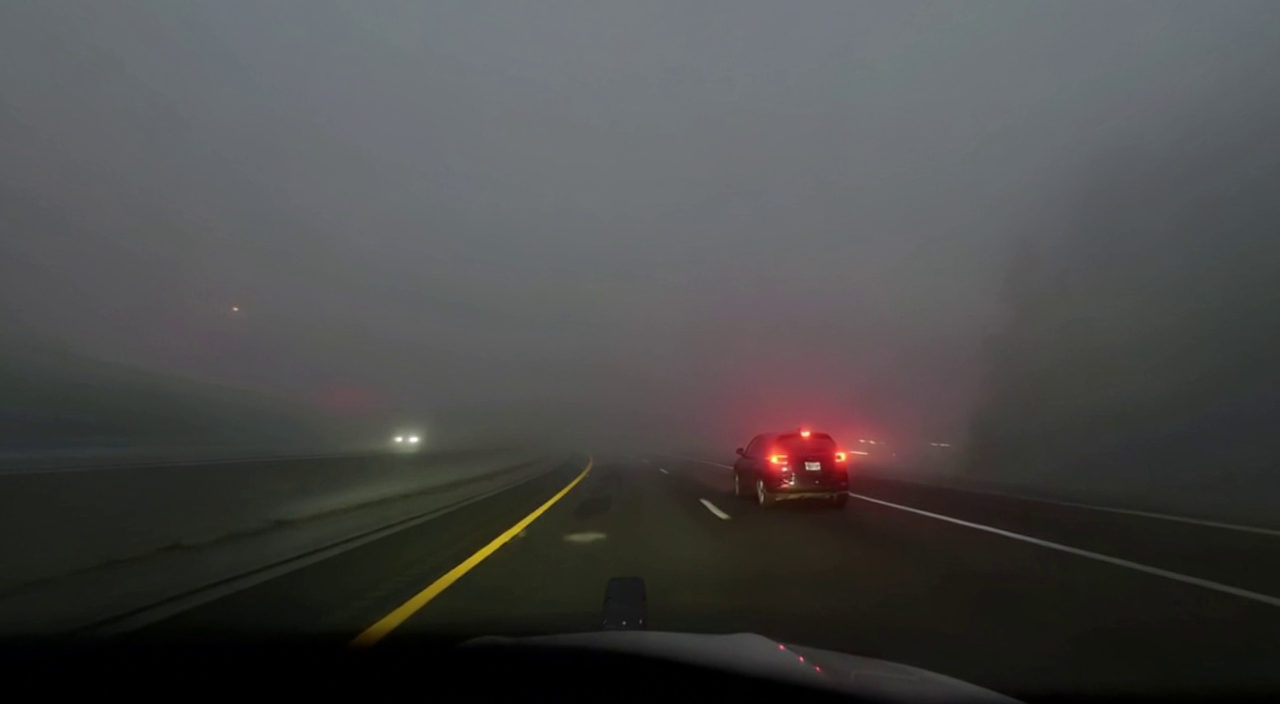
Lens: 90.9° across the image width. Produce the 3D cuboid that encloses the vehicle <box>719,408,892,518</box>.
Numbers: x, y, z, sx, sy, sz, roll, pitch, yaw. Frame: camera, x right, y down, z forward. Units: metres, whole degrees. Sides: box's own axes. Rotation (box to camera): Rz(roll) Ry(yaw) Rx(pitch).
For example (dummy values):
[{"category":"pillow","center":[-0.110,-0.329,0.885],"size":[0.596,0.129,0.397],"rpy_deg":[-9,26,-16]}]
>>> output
[{"category":"vehicle","center":[2.894,2.065,12.179],"size":[2.059,1.715,4.192],"rpy_deg":[0,-8,-2]}]
